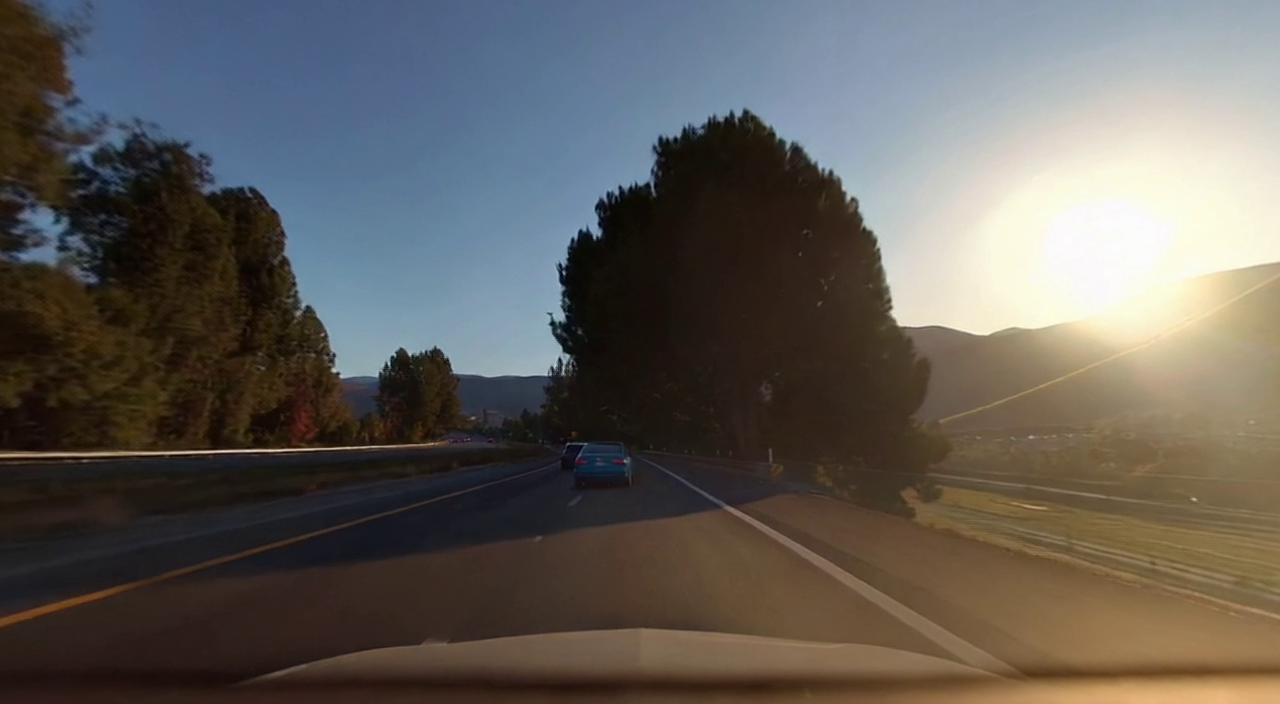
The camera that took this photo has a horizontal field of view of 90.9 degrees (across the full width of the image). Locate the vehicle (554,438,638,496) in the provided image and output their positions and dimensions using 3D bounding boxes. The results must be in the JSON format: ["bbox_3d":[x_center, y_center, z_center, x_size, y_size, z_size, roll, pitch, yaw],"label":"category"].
[{"bbox_3d":[-1.203,3.456,19.264,2.097,1.511,4.585,-1,-9,2],"label":"vehicle"}]
